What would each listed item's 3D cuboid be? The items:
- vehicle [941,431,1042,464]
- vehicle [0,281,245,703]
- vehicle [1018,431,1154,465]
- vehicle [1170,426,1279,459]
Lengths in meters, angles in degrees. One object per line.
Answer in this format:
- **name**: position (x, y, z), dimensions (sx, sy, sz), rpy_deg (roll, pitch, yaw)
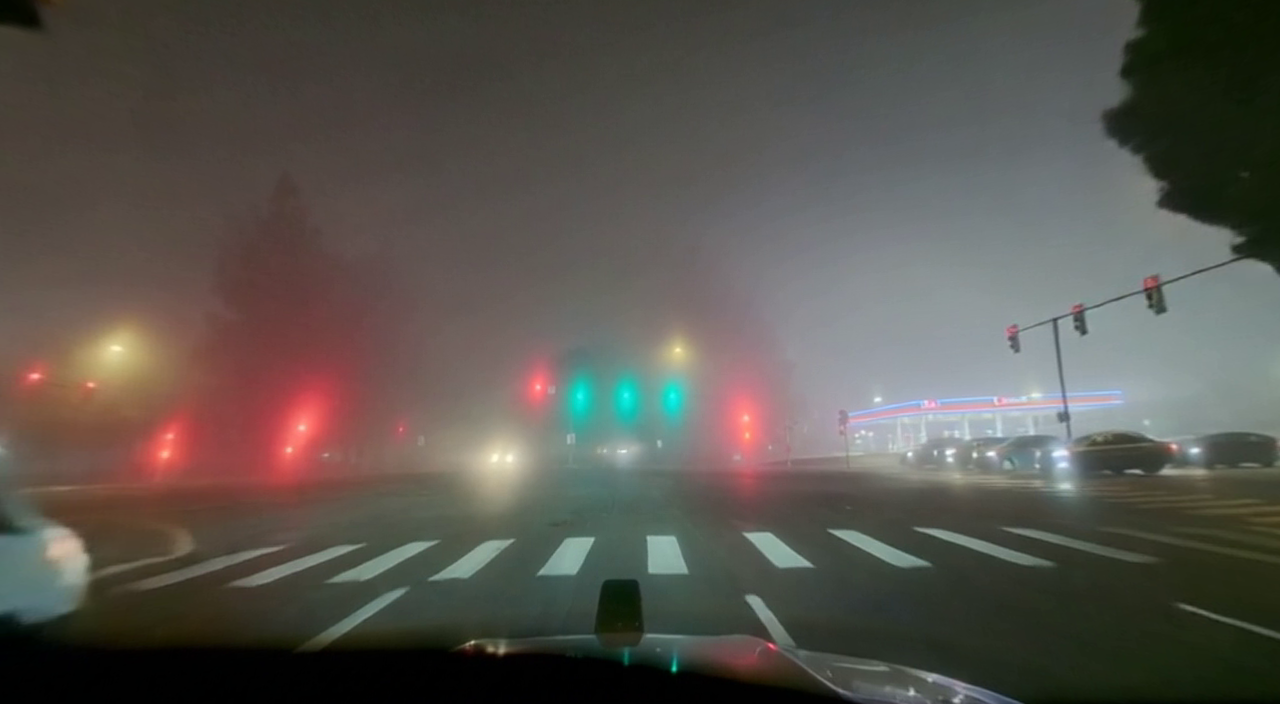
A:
- **vehicle**: position (19.424, 5.305, 35.032), dimensions (4.364, 1.737, 1.967), rpy_deg (0, -8, 0)
- **vehicle**: position (-3.776, 0.564, 1.585), dimensions (2.206, 2.007, 5.190), rpy_deg (0, -8, 0)
- **vehicle**: position (20.158, 4.377, 28.727), dimensions (4.615, 1.474, 2.004), rpy_deg (0, -8, 0)
- **vehicle**: position (29.442, 4.458, 31.161), dimensions (4.768, 1.525, 1.919), rpy_deg (0, -8, 0)
